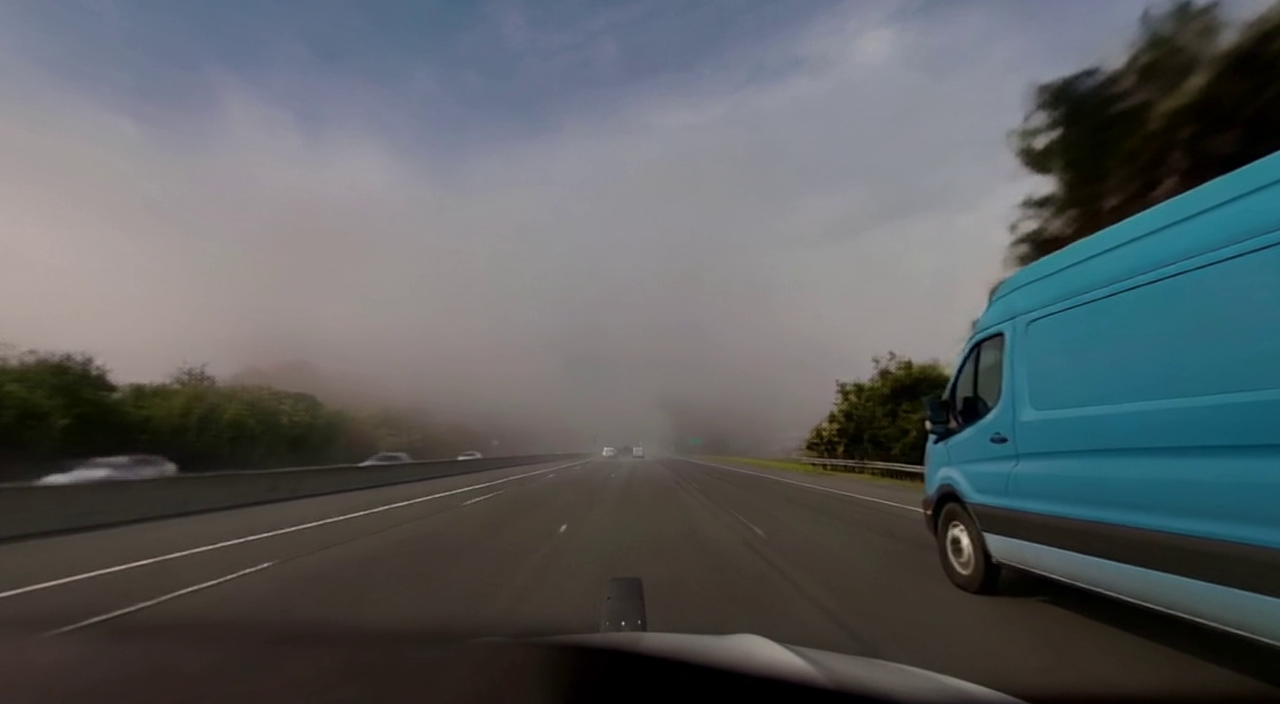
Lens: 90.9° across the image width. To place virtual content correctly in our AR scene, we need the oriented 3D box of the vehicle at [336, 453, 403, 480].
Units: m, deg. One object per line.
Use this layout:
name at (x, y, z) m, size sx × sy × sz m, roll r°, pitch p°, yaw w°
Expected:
vehicle at (-16.129, 6.820, 37.811) m, size 2.040 × 1.468 × 4.504 m, roll 0°, pitch -9°, yaw -1°

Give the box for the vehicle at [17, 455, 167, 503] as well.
vehicle at (-19.746, 4.554, 22.969) m, size 1.865 × 1.520 × 3.984 m, roll 0°, pitch -9°, yaw 0°

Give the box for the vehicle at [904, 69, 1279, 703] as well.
vehicle at (3.935, 0.260, 2.772) m, size 2.527 × 2.809 × 6.831 m, roll 0°, pitch -9°, yaw 0°
